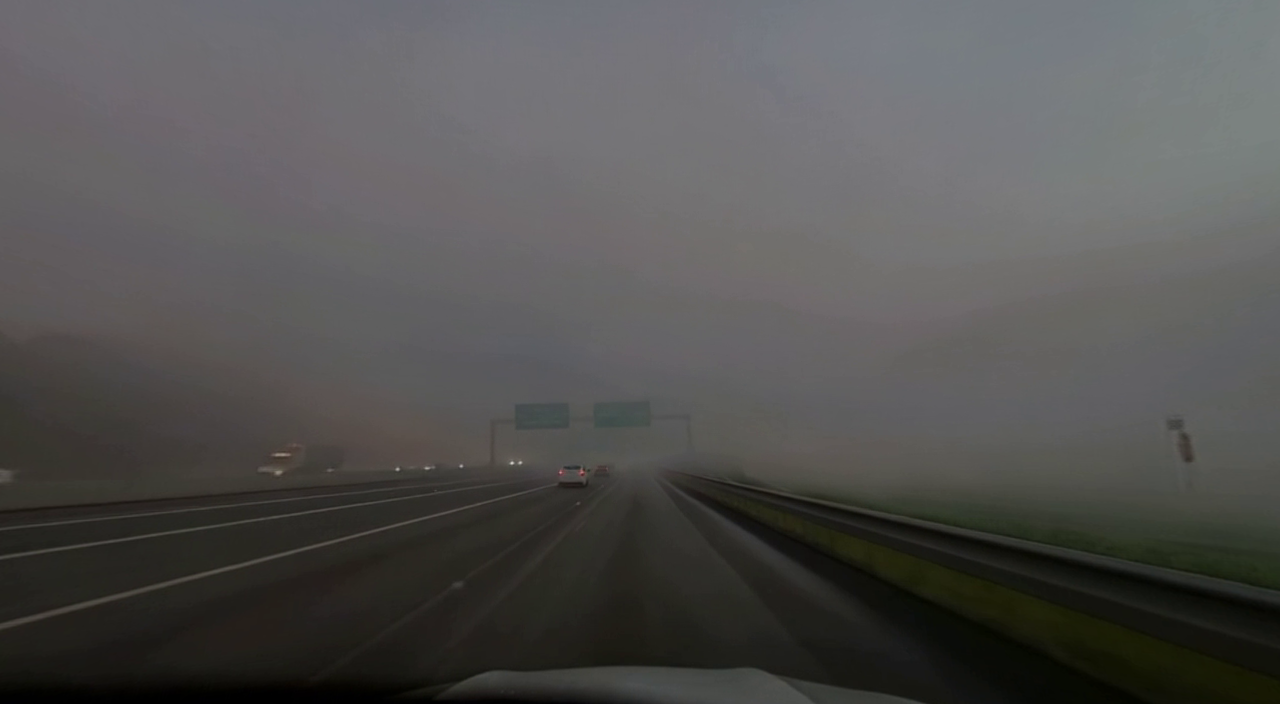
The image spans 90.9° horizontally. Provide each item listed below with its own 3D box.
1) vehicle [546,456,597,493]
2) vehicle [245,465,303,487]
[{"bbox_3d":[-3.340,6.096,31.428,2.092,1.642,3.895,1,-11,0],"label":"vehicle"},{"bbox_3d":[-26.086,8.851,45.027,1.781,1.418,4.051,1,-11,-1],"label":"vehicle"}]
